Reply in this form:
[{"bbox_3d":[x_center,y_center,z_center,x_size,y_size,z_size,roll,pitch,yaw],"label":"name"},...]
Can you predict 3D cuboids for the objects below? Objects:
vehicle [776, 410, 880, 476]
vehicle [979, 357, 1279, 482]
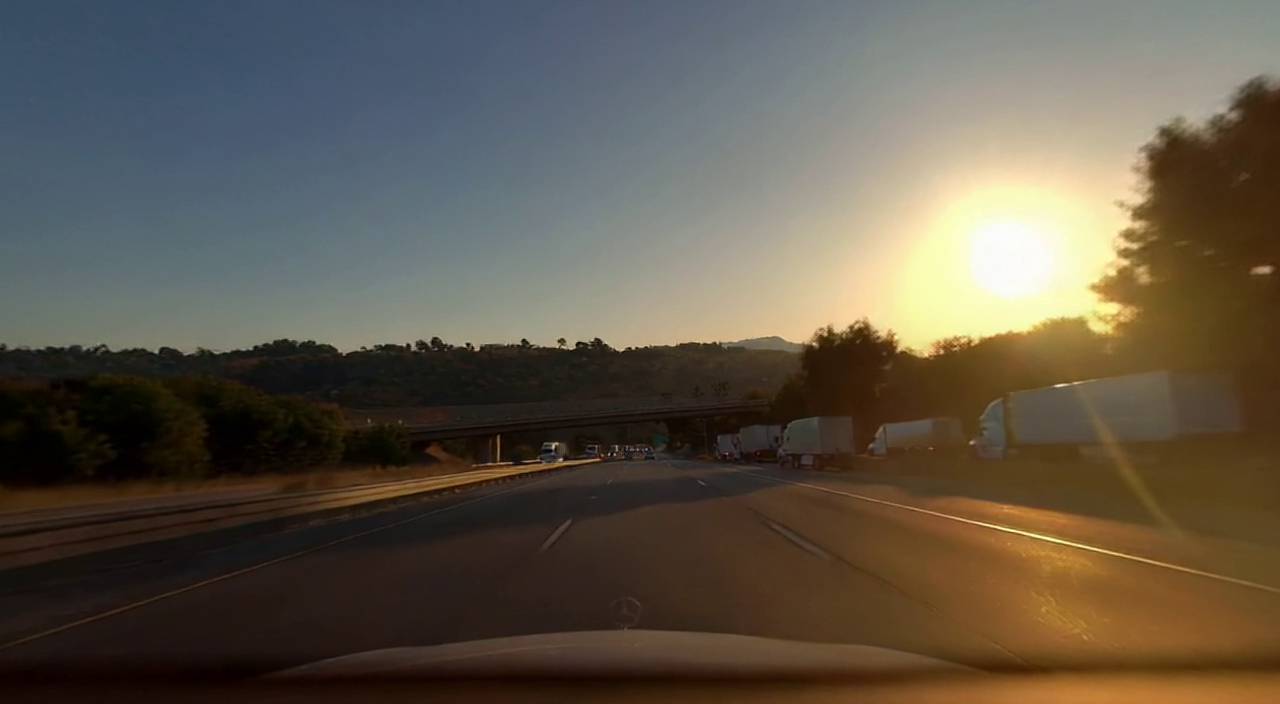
[{"bbox_3d":[11.448,5.847,39.909,2.741,3.505,12.591,0,-9,0],"label":"vehicle"},{"bbox_3d":[20.952,3.404,28.715,2.849,4.148,14.184,-3,-9,0],"label":"vehicle"}]
